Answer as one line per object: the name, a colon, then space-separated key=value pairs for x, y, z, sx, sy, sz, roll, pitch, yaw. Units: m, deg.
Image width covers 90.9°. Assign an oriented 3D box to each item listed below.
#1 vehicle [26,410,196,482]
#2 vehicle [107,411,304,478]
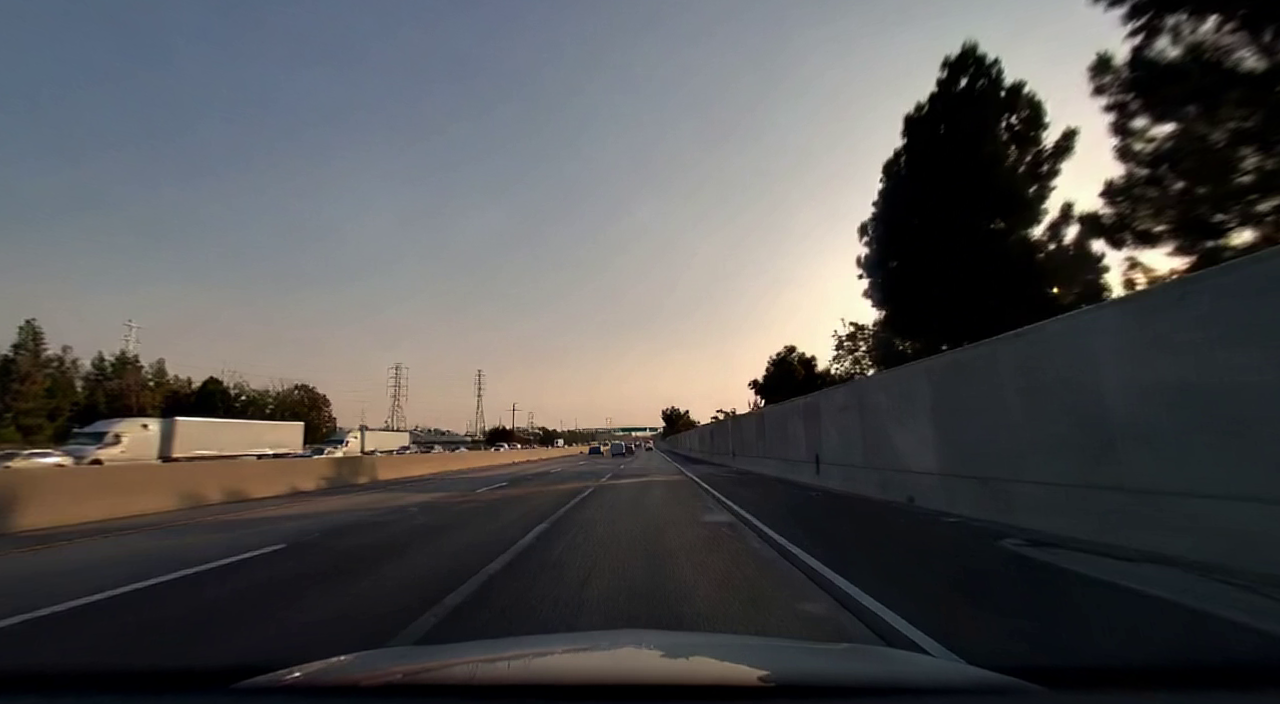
vehicle: x=-31.915 y=5.734 z=38.722 sx=2.974 sy=3.934 sz=8.302 roll=0 pitch=-8 yaw=1
vehicle: x=-31.807 y=7.035 z=48.106 sx=2.877 sy=4.155 sz=16.730 roll=0 pitch=-8 yaw=1
